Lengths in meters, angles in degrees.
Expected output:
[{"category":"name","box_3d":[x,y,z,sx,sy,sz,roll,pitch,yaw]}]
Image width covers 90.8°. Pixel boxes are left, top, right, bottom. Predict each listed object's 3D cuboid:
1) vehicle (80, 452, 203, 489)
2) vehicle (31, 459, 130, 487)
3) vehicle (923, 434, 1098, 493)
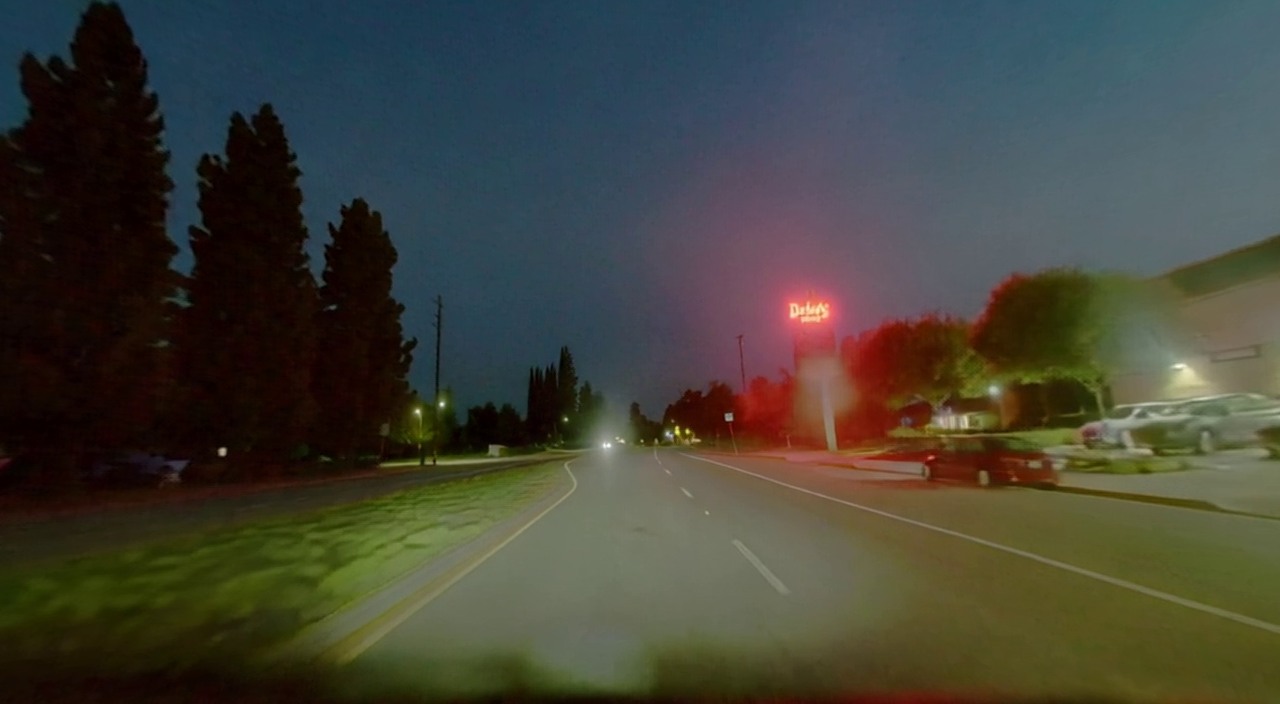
[{"category":"vehicle","box_3d":[-30.540,7.225,39.128,2.326,1.944,6.466,1,-8,0]},{"category":"vehicle","box_3d":[-33.457,7.228,37.945,2.048,1.422,4.179,0,-8,1]},{"category":"vehicle","box_3d":[10.212,3.096,17.968,2.034,1.437,4.728,0,-8,-1]}]
